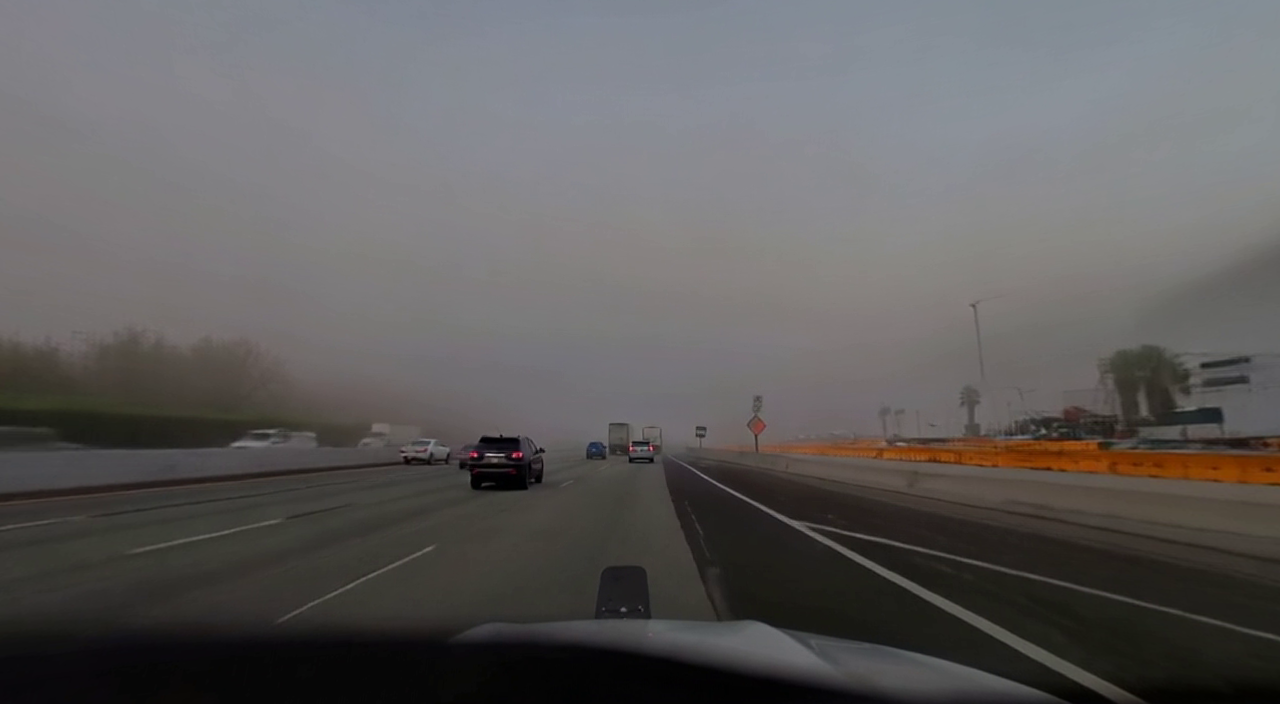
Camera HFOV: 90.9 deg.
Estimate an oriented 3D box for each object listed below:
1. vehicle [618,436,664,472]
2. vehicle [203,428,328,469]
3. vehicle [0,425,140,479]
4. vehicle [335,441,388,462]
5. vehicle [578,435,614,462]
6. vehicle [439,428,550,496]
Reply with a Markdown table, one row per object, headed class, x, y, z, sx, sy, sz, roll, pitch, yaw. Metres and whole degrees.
| class | x | y | z | sx | sy | sz | roll | pitch | yaw |
| --- | --- | --- | --- | --- | --- | --- | --- | --- | --- |
| vehicle | 0.085 | 5.076 | 31.523 | 2.136 | 1.678 | 4.052 | 0 | -8 | 1 |
| vehicle | -17.641 | 4.593 | 30.166 | 2.256 | 1.779 | 5.718 | -1 | -8 | 3 |
| vehicle | -21.861 | 3.674 | 23.326 | 2.162 | 1.745 | 5.317 | -1 | -8 | 2 |
| vehicle | -20.785 | 7.451 | 47.204 | 1.755 | 1.460 | 4.353 | -1 | -8 | 3 |
| vehicle | -3.366 | 7.505 | 49.034 | 2.203 | 1.958 | 4.848 | -1 | -8 | 2 |
| vehicle | -4.121 | 3.199 | 18.748 | 2.108 | 1.740 | 4.549 | 0 | -8 | 2 |
